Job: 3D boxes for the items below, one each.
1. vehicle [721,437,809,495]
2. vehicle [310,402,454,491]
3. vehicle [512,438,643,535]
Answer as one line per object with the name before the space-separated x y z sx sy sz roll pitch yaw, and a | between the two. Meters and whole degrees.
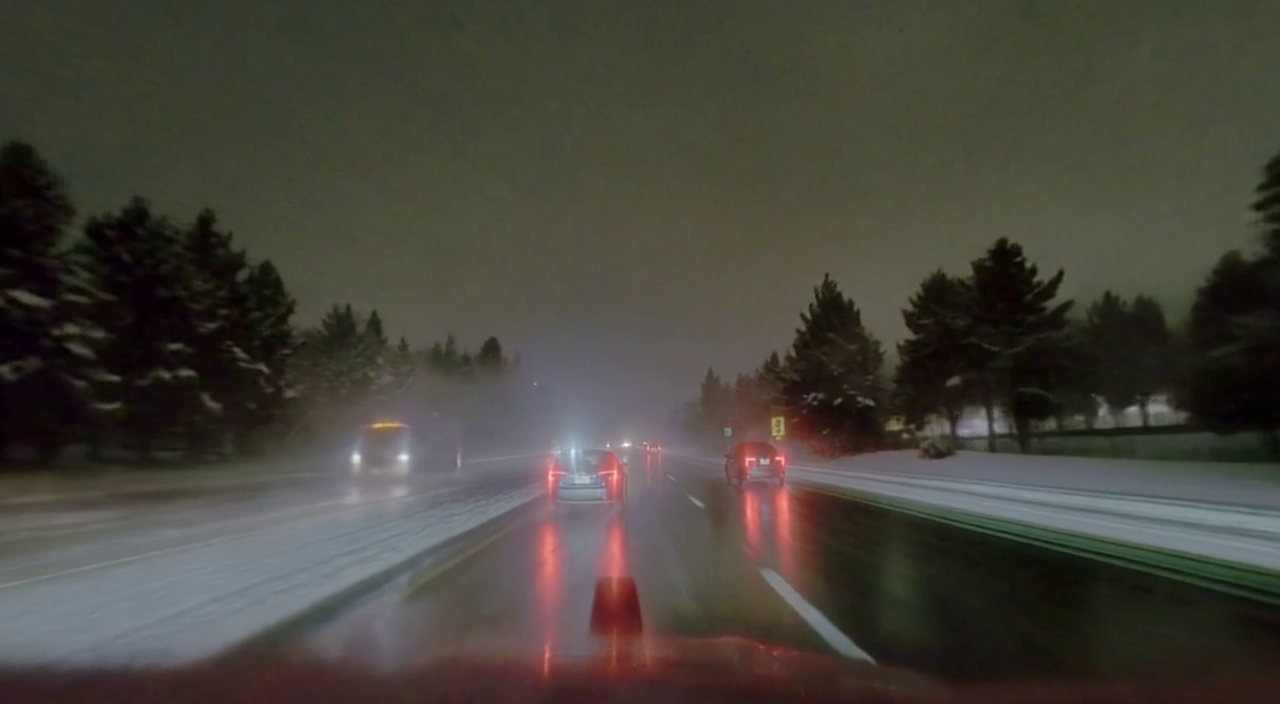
vehicle | 3.705 3.456 19.295 1.910 1.554 3.718 0 -9 0
vehicle | -9.436 3.610 23.915 2.559 2.857 6.693 0 -9 1
vehicle | -0.965 2.416 11.890 2.013 1.479 4.169 0 -9 0
